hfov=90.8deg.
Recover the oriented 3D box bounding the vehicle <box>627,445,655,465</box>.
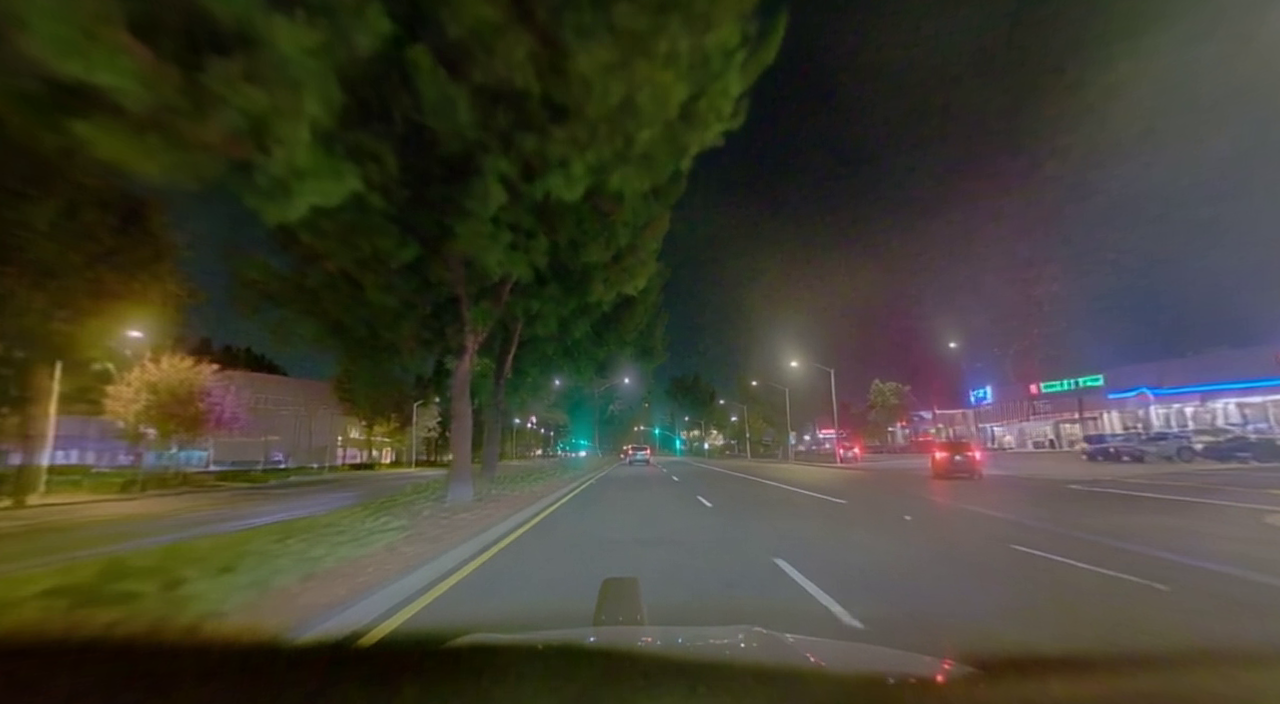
[{"bbox_3d":[0.057,8.089,49.671,2.159,1.461,4.142,0,-9,-1],"label":"vehicle"}]

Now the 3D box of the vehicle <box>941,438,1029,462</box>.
[{"bbox_3d":[22.977,6.517,42.265,2.072,1.469,4.661,6,-10,-35],"label":"vehicle"}]

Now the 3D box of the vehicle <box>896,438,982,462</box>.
[{"bbox_3d":[19.960,6.569,42.361,2.048,1.462,4.802,5,-10,-32],"label":"vehicle"}]

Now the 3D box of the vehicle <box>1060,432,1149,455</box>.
[{"bbox_3d":[31.459,6.231,42.907,1.927,1.464,4.368,3,-9,-23],"label":"vehicle"}]
